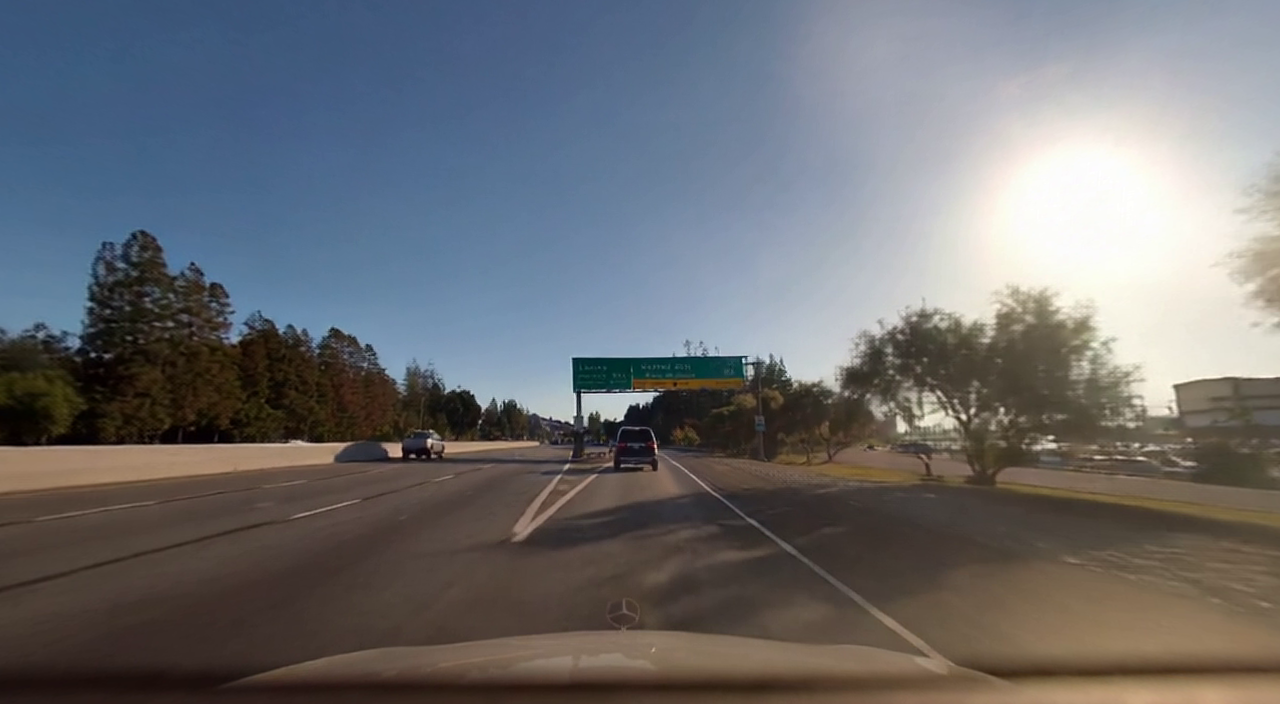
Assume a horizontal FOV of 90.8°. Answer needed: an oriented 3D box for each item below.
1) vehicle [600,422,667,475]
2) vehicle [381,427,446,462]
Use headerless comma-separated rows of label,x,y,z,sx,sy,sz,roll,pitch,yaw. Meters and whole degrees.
vehicle,-0.266,4.009,26.416,2.497,1.957,5.432,0,-8,-1
vehicle,-13.540,5.587,38.164,2.289,1.955,5.147,1,-9,-4
